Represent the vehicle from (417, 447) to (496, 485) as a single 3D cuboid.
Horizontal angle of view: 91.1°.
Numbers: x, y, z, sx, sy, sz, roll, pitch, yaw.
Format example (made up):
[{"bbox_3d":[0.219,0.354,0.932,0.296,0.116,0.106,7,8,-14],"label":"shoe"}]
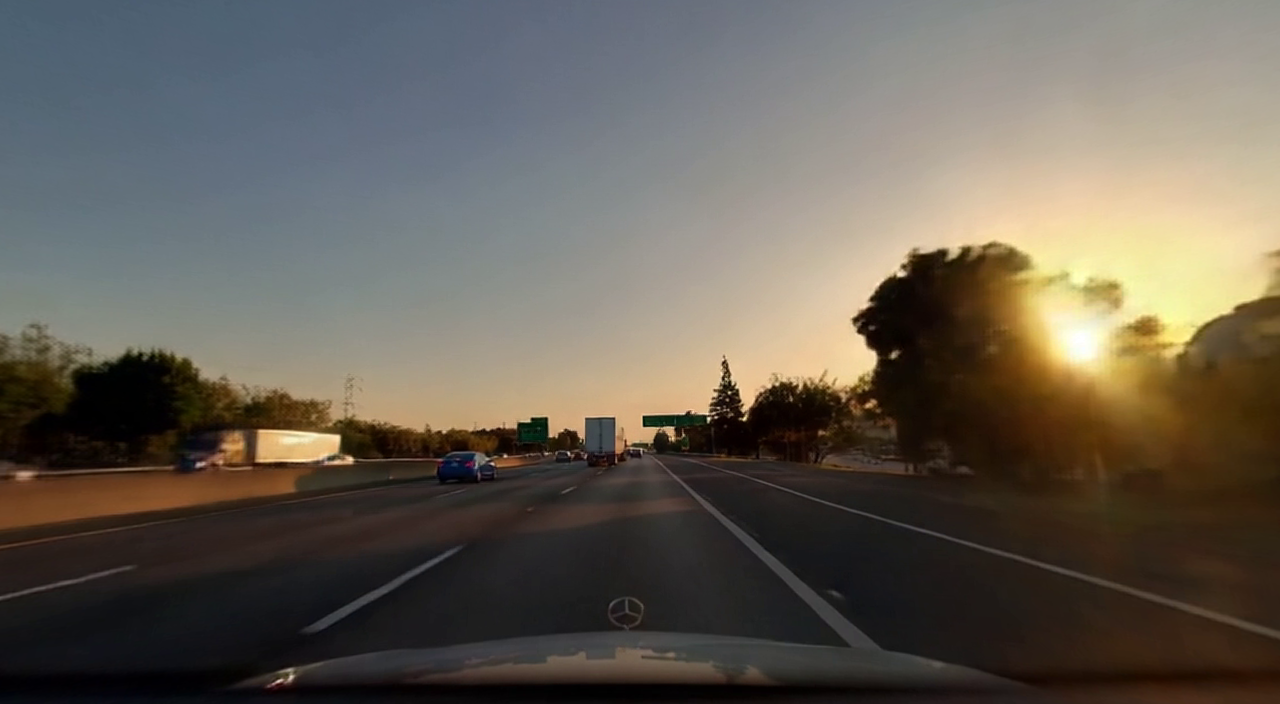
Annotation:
[{"bbox_3d":[-7.717,4.812,26.924,1.901,1.467,4.629,0,-8,1],"label":"vehicle"}]
